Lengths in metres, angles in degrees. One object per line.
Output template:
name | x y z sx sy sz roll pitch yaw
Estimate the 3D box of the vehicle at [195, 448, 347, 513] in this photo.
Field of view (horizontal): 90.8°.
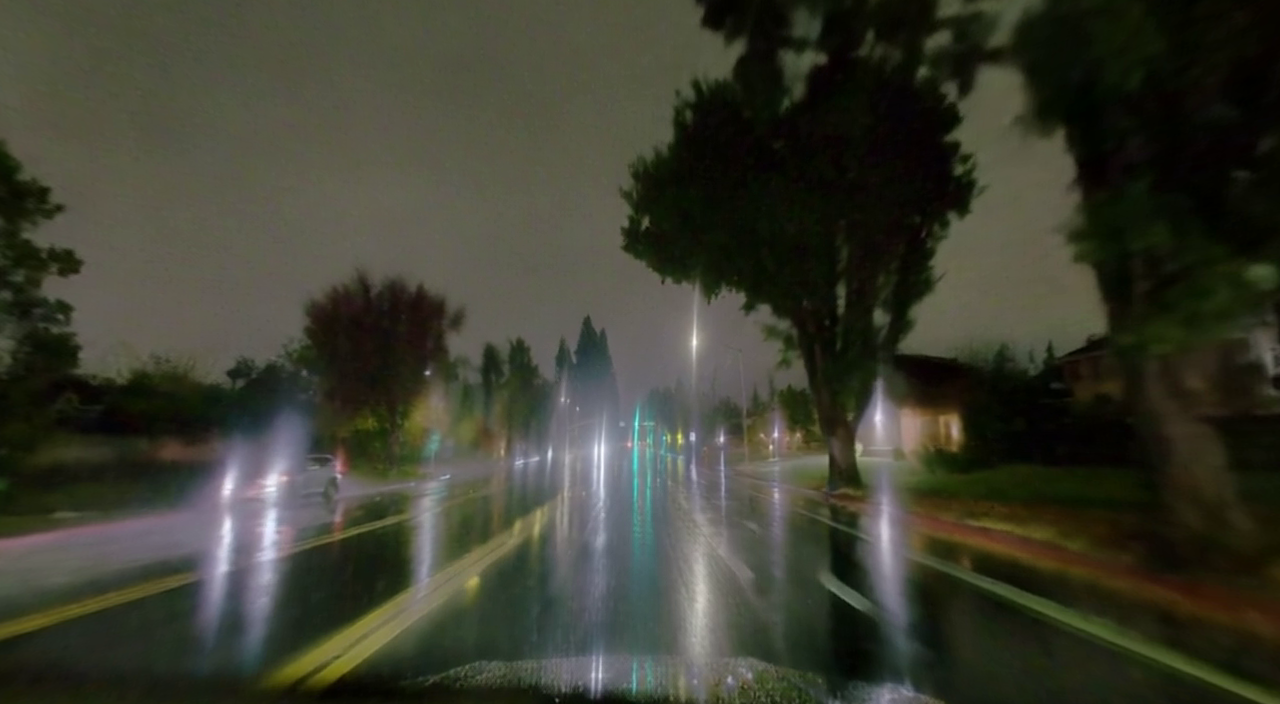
vehicle | -11.544 4.026 20.226 2.047 1.710 4.473 -3 -9 2
